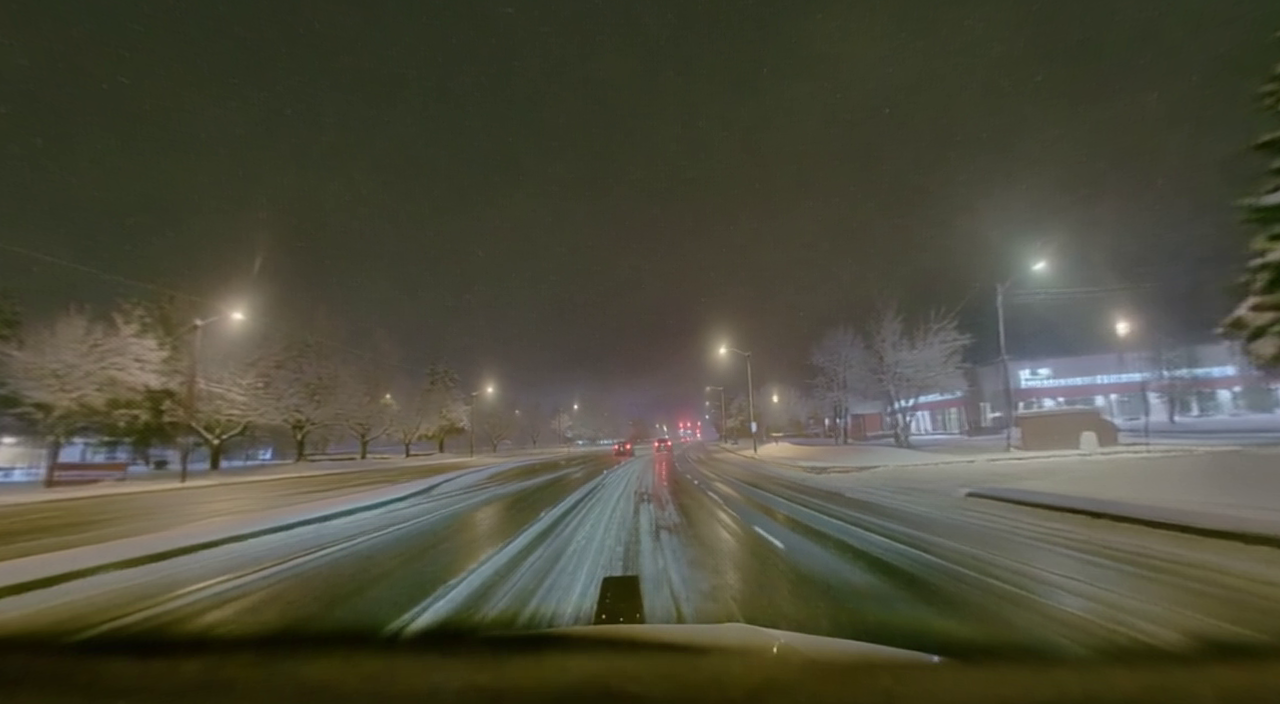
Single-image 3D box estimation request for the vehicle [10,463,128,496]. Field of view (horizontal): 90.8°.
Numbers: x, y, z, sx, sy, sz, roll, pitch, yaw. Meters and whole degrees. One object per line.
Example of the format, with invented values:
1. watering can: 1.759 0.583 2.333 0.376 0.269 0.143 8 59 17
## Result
1. vehicle: -30.278 6.751 33.708 1.820 1.467 4.594 -1 -8 4
